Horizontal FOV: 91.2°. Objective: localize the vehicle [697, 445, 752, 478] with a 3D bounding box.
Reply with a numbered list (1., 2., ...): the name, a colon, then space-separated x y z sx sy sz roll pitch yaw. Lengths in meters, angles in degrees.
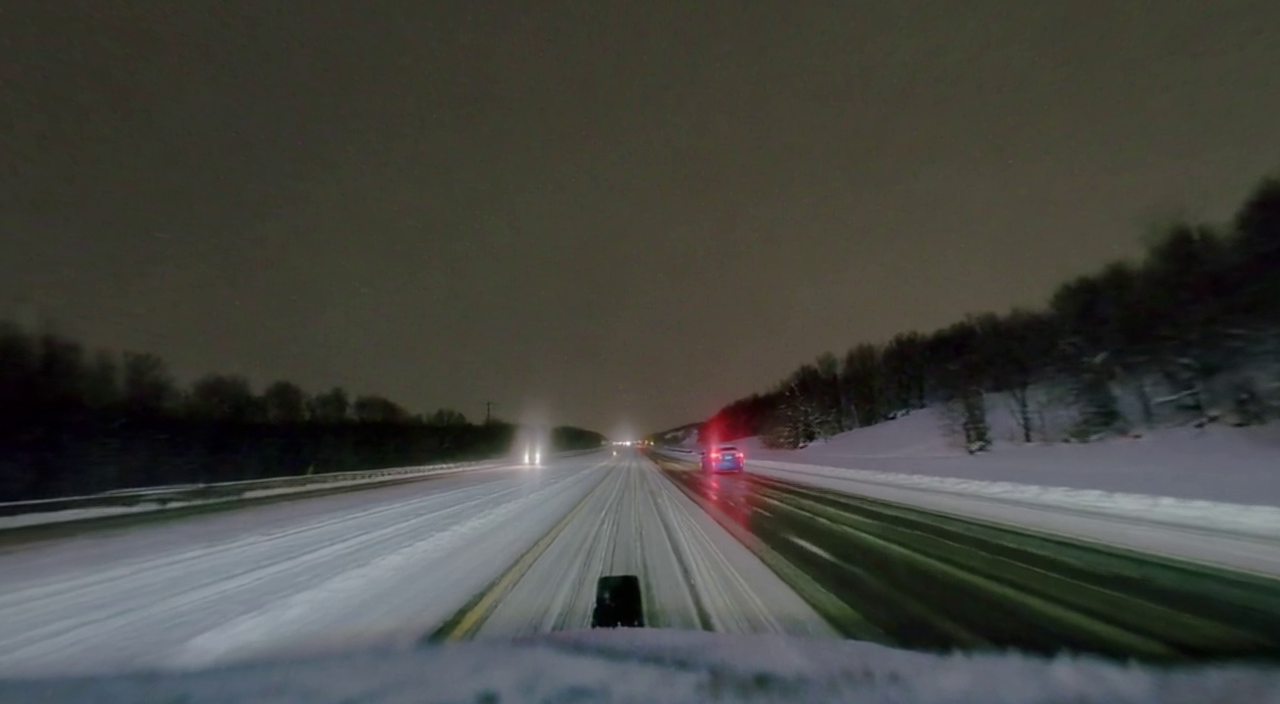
1. vehicle: 4.023 5.273 30.463 1.981 1.440 4.125 0 -9 -1
